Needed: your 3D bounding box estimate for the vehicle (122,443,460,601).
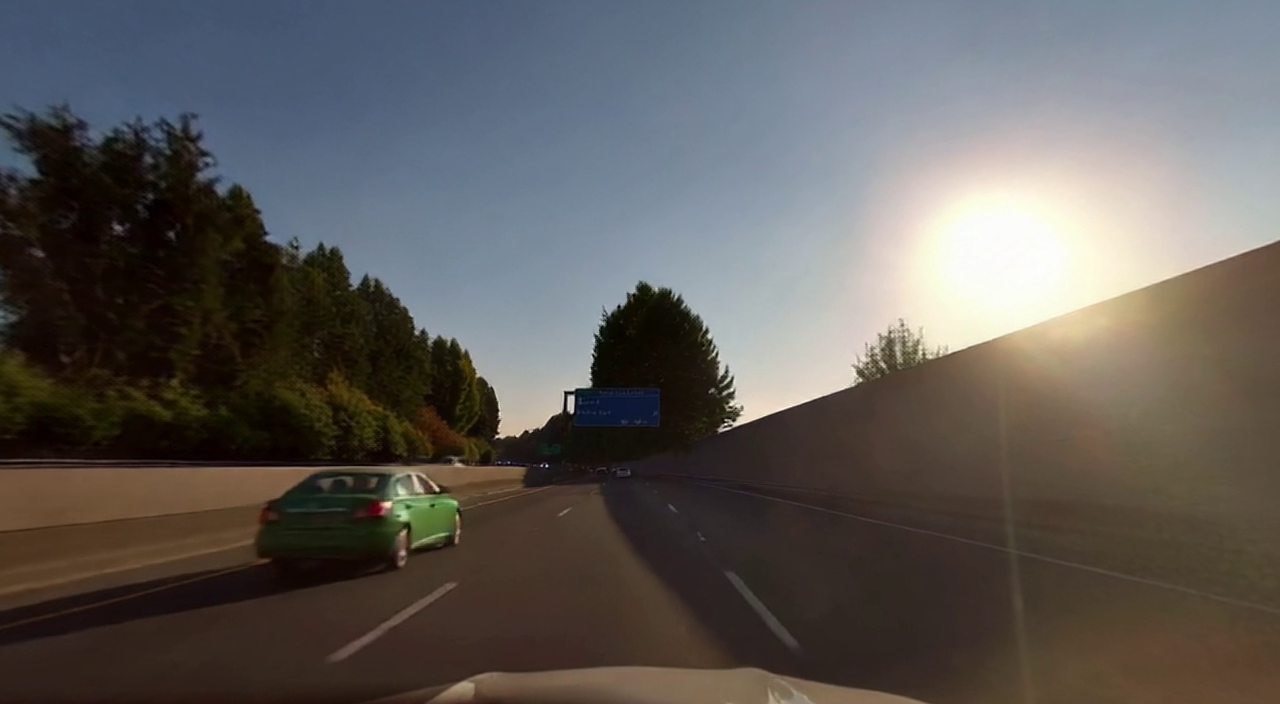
[{"bbox_3d":[-3.938,2.006,8.132,2.006,1.469,4.050,1,-10,0],"label":"vehicle"}]
